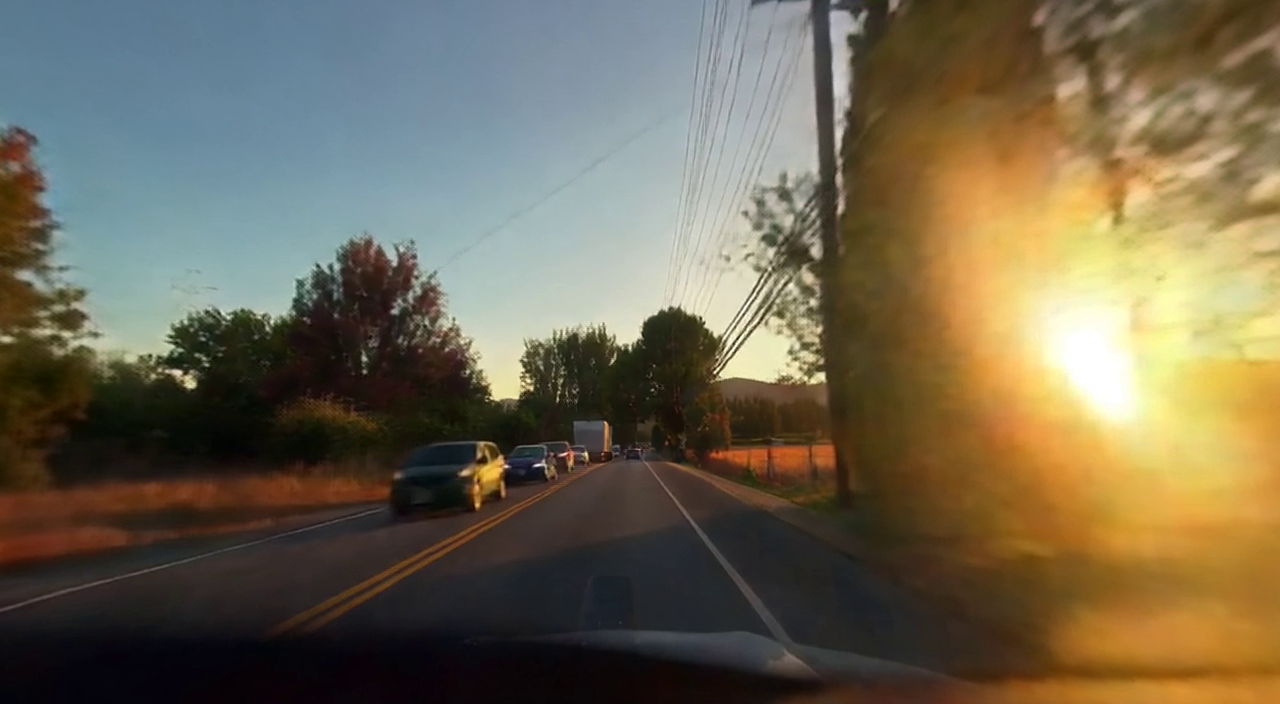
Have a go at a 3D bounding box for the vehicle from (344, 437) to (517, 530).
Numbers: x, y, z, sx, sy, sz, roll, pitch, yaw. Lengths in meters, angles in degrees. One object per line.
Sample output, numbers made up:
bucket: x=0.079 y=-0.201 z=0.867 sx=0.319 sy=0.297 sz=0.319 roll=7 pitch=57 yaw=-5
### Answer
vehicle: x=-4.520 y=2.858 z=14.557 sx=2.284 sy=1.634 sz=4.756 roll=-4 pitch=-8 yaw=1
